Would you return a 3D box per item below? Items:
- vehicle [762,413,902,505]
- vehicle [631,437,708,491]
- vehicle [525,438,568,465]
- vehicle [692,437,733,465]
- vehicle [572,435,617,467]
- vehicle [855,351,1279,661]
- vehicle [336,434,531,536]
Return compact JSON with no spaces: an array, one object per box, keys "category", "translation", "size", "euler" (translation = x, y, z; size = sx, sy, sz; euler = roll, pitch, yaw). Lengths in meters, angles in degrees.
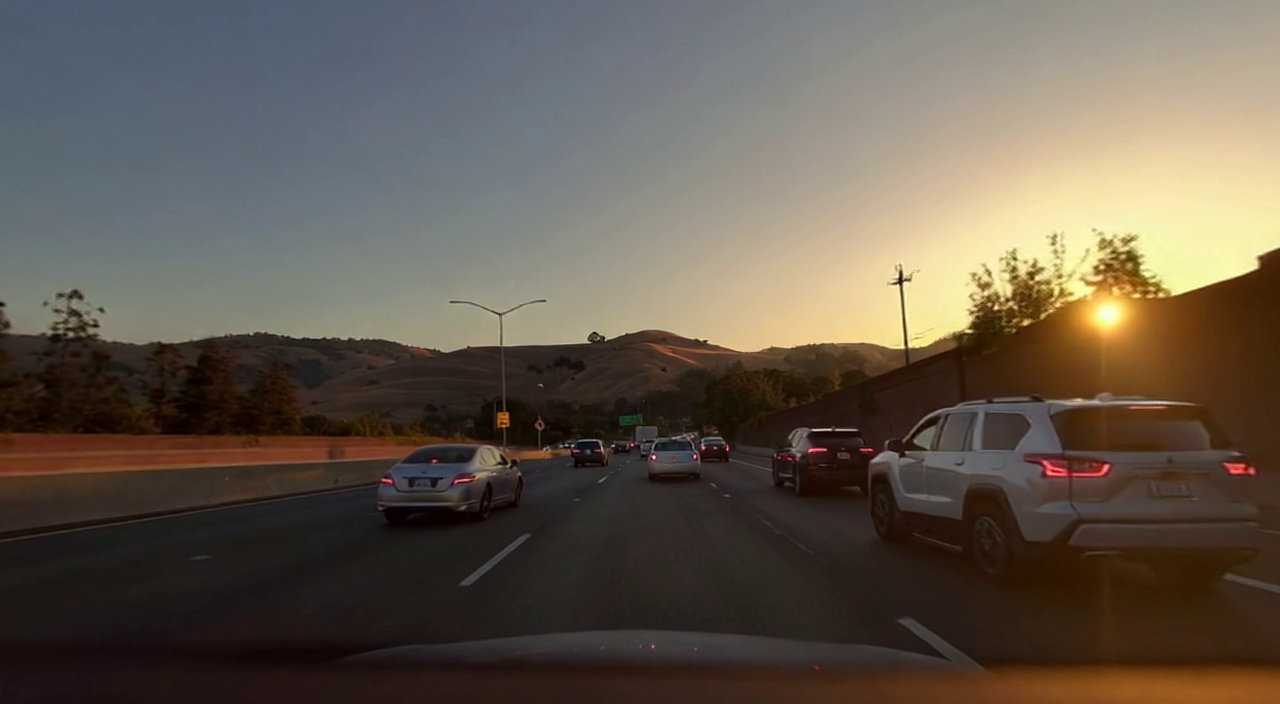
[{"category":"vehicle","translation":[4.383,2.532,15.298],"size":[1.970,1.872,4.575],"euler":[0,-8,0]},{"category":"vehicle","translation":[0.782,3.369,19.388],"size":[2.105,1.471,3.978],"euler":[0,-8,-1]},{"category":"vehicle","translation":[-6.470,6.919,44.162],"size":[2.055,1.751,4.825],"euler":[0,-8,2]},{"category":"vehicle","translation":[4.079,5.658,36.141],"size":[1.855,1.513,3.915],"euler":[0,-8,-1]},{"category":"vehicle","translation":[-2.628,5.869,37.540],"size":[2.154,1.793,4.736],"euler":[0,-8,2]},{"category":"vehicle","translation":[3.767,1.211,5.973],"size":[1.930,1.831,4.344],"euler":[0,-8,0]},{"category":"vehicle","translation":[-3.403,2.260,11.439],"size":[1.961,1.456,4.362],"euler":[0,-8,2]}]
